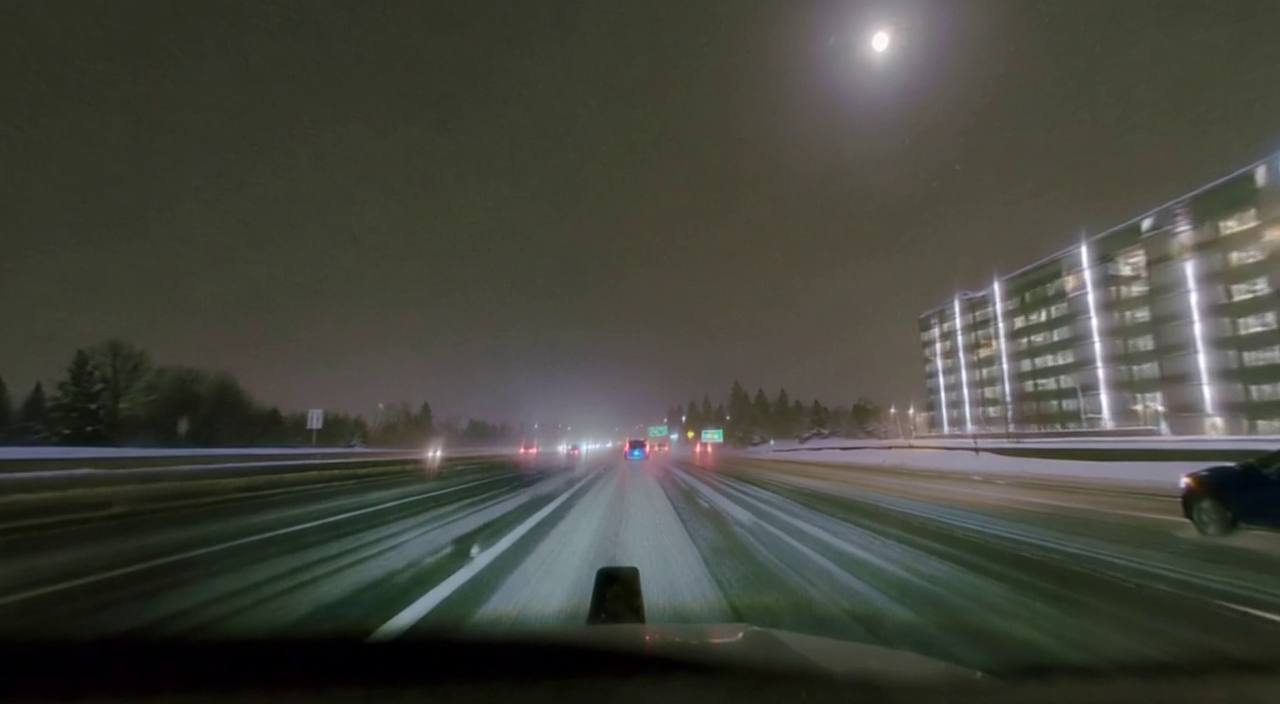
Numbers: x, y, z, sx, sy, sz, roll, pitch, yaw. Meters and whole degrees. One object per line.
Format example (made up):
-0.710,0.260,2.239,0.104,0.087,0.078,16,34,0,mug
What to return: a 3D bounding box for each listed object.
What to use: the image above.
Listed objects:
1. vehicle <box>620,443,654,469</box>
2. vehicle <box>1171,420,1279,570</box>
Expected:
-0.195,6.459,39.315,2.036,1.542,3.891,0,-8,0,vehicle
7.421,1.273,5.181,1.937,1.498,4.710,0,-8,-1,vehicle
